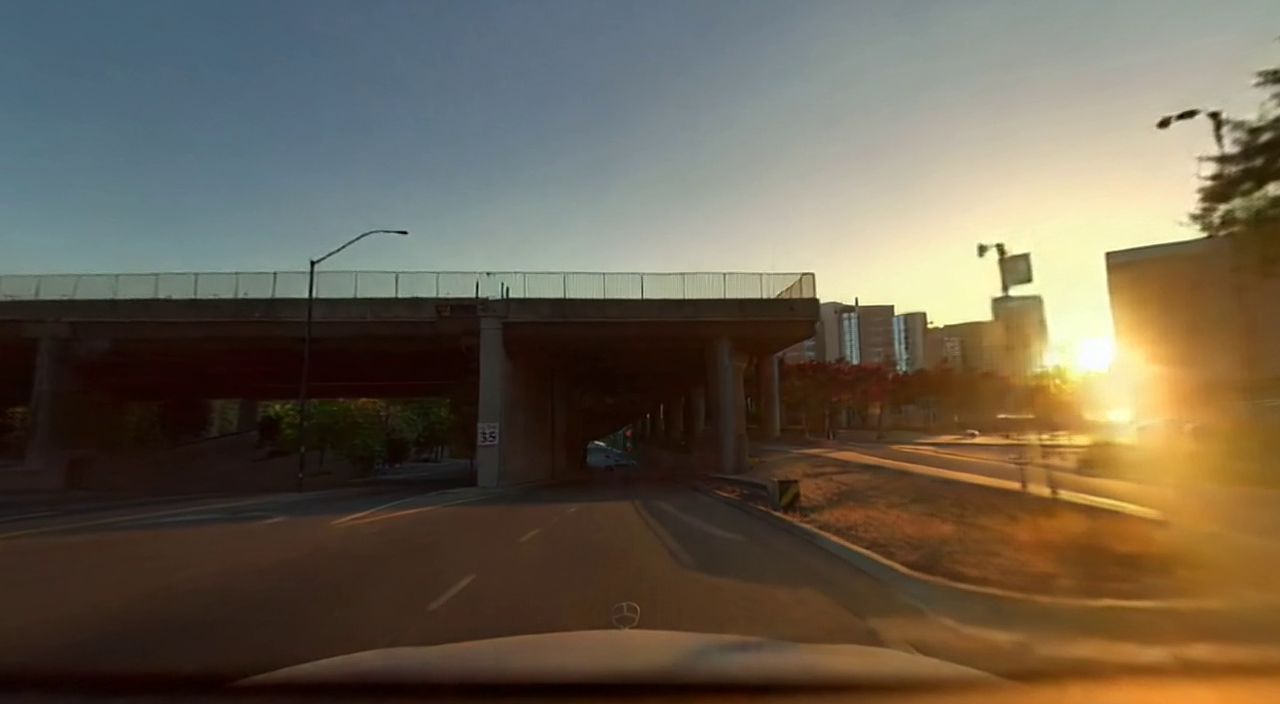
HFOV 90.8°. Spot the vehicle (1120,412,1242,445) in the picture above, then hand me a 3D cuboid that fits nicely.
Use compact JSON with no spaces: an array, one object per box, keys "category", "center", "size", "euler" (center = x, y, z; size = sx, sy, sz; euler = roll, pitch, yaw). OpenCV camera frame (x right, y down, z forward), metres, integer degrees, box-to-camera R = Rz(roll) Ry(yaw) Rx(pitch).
[{"category":"vehicle","center":[25.311,3.635,29.790],"size":[1.931,1.465,4.207],"euler":[0,-8,-3]}]
